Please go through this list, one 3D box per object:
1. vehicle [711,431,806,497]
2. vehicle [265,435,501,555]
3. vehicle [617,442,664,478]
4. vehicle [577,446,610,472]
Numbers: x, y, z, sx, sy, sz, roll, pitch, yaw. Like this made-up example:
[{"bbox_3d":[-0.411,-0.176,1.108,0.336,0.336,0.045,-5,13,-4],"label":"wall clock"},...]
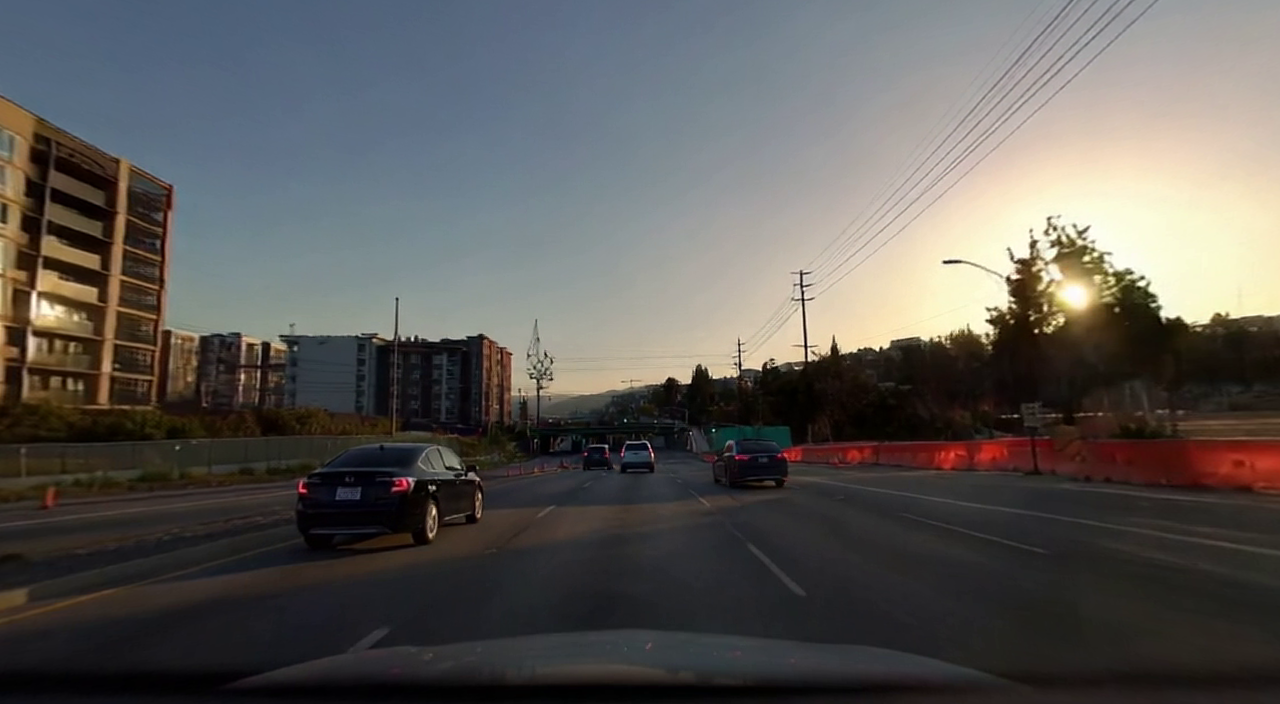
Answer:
[{"bbox_3d":[3.516,3.395,19.614,2.029,1.797,4.218,0,-8,-2],"label":"vehicle"},{"bbox_3d":[-3.668,2.095,10.014,1.968,1.473,4.209,0,-8,0],"label":"vehicle"},{"bbox_3d":[-0.005,5.522,32.677,2.291,1.714,4.217,0,-8,-1],"label":"vehicle"},{"bbox_3d":[-3.475,8.086,47.890,2.190,1.832,4.417,0,-8,0],"label":"vehicle"}]
